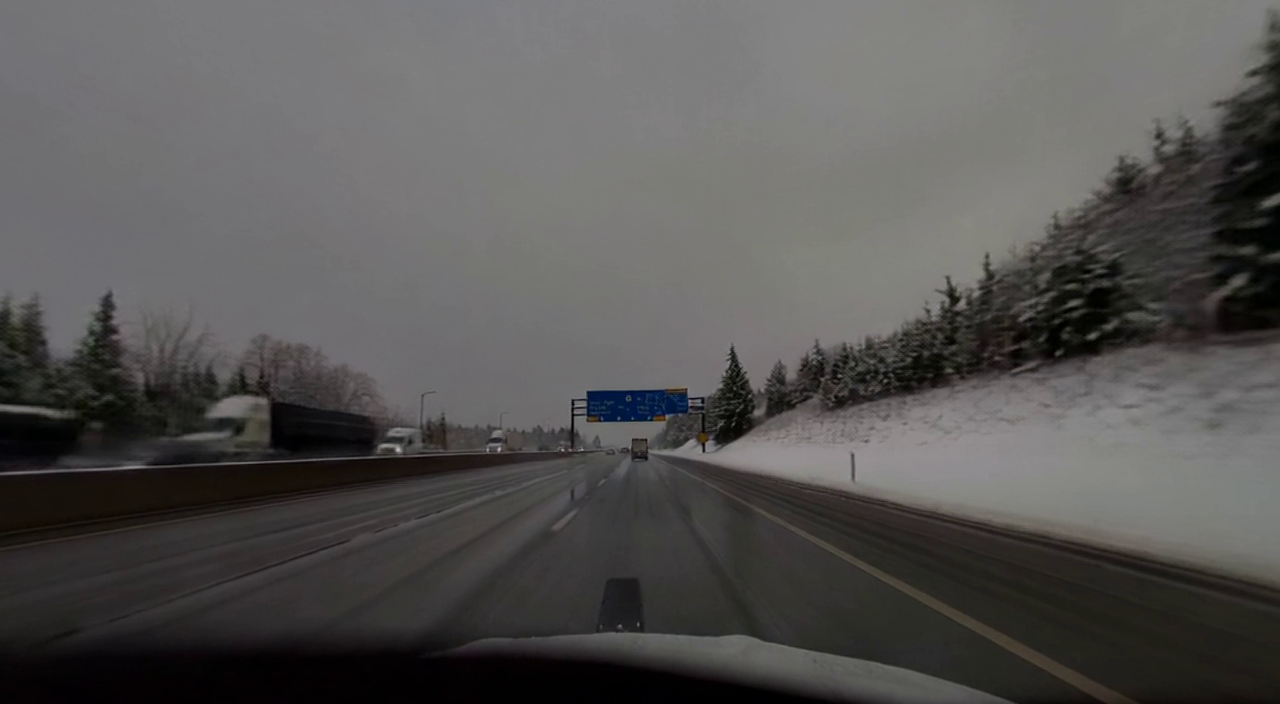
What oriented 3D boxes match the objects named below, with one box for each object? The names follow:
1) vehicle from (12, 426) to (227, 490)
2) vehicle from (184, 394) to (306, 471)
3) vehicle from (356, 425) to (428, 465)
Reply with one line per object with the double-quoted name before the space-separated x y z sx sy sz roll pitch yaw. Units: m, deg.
"vehicle" -14.590 3.021 18.188 2.066 1.592 4.822 0 -9 0
"vehicle" -22.499 4.707 36.408 2.986 4.073 5.945 0 -9 0
"vehicle" -18.260 6.914 46.921 2.450 2.732 6.851 0 -9 0
